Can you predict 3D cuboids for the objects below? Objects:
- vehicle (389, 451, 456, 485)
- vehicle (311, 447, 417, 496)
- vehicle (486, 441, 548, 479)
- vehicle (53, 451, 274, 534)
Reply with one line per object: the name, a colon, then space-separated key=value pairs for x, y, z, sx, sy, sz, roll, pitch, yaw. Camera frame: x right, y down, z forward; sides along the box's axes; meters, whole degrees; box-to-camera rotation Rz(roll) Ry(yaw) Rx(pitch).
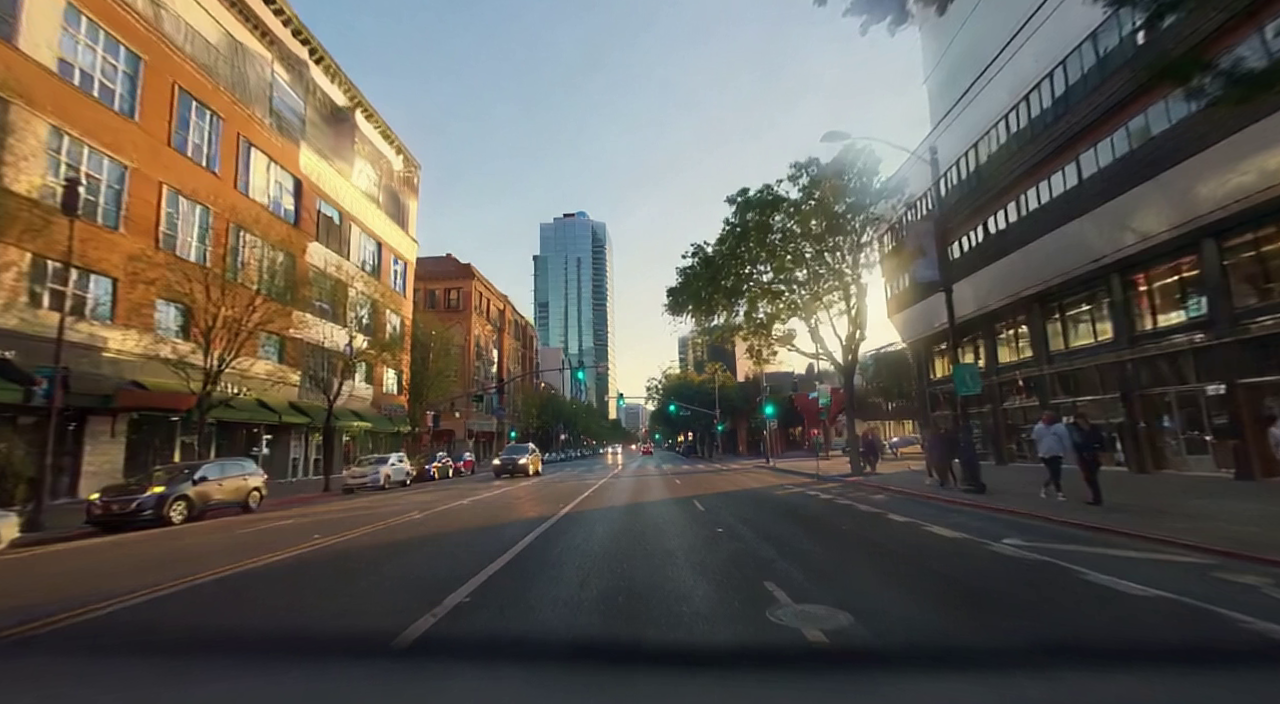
vehicle: x=-11.960 y=6.365 z=34.843 sx=1.898 sy=1.724 sz=4.445 roll=-1 pitch=-8 yaw=4
vehicle: x=-12.178 y=5.266 z=28.260 sx=2.126 sy=1.963 sz=5.547 roll=0 pitch=-8 yaw=1
vehicle: x=-6.001 y=5.307 z=31.180 sx=2.128 sy=1.704 sz=4.343 roll=0 pitch=-8 yaw=1
vehicle: x=-12.318 y=3.602 z=16.802 sx=2.075 sy=1.809 sz=4.804 roll=0 pitch=-8 yaw=0
